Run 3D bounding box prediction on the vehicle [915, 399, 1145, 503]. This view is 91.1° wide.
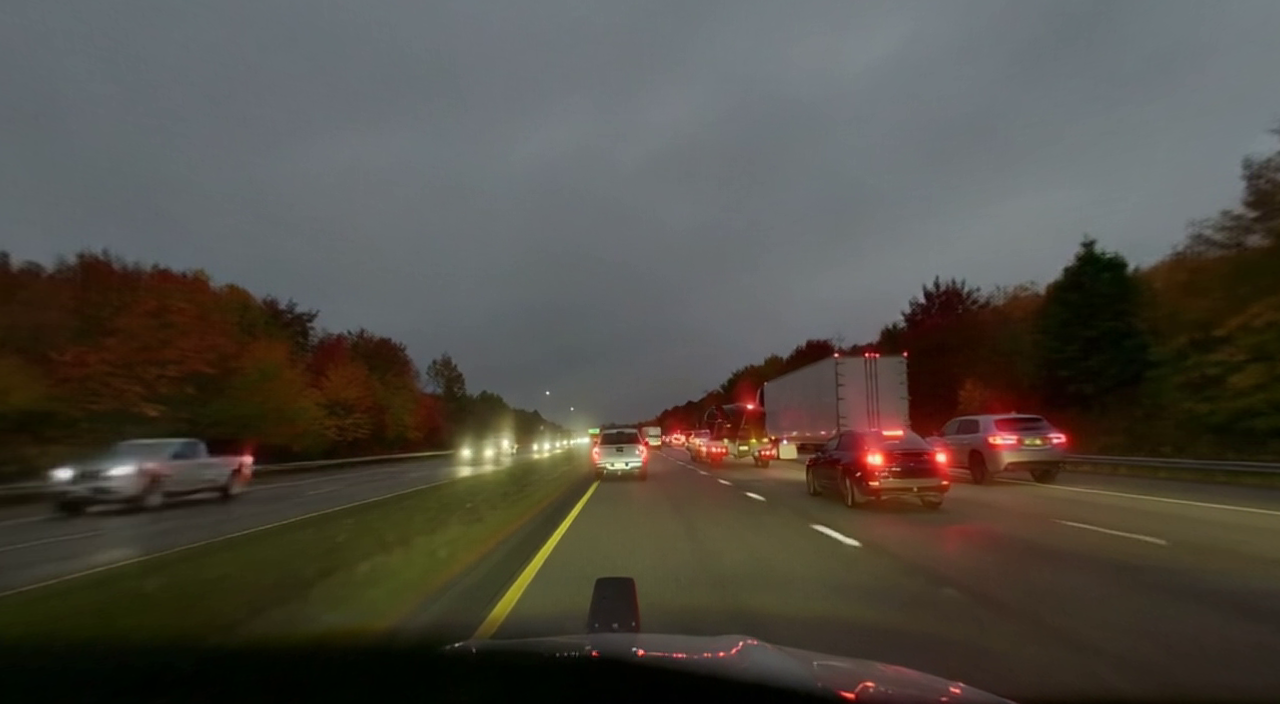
[{"bbox_3d":[8.475,2.195,14.366,2.116,1.965,4.691,0,-8,-2],"label":"vehicle"}]

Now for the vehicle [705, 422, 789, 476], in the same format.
[{"bbox_3d":[3.635,3.386,22.127,2.147,1.707,3.963,0,-8,-1],"label":"vehicle"}]

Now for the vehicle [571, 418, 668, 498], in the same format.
[{"bbox_3d":[-0.484,2.593,15.893,2.087,1.709,4.455,0,-8,-1],"label":"vehicle"}]

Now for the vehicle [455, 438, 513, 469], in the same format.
[{"bbox_3d":[-8.754,5.713,35.728,2.054,1.579,4.792,0,-8,0],"label":"vehicle"}]

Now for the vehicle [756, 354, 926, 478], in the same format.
[{"bbox_3d":[7.867,2.970,27.578,2.867,4.066,13.802,0,-7,0],"label":"vehicle"}]

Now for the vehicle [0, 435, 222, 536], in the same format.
[{"bbox_3d":[-11.791,2.787,13.975,2.024,1.848,4.395,0,-8,-2],"label":"vehicle"}]

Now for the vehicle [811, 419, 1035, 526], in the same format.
[{"bbox_3d":[4.627,2.011,11.118,2.040,1.523,4.068,0,-8,0],"label":"vehicle"}]
